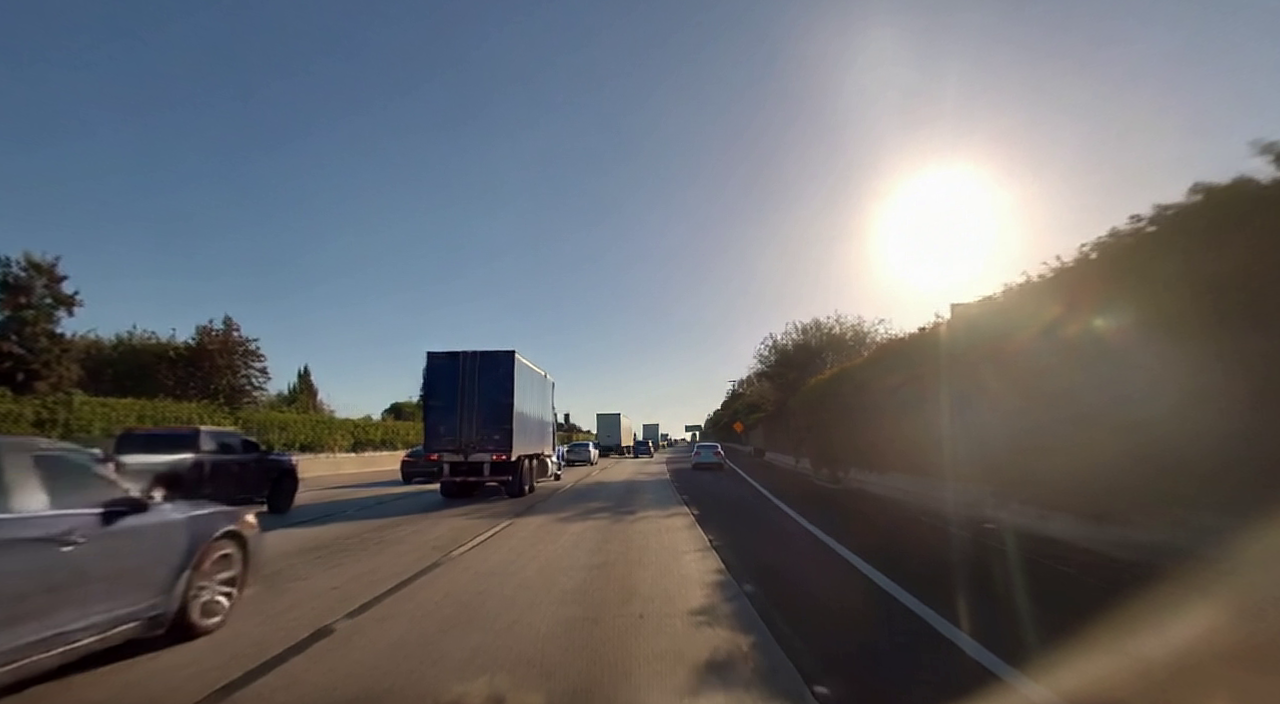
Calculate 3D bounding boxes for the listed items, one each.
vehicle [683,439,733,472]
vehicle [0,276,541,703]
[{"bbox_3d":[3.166,4.934,30.258,2.176,1.493,3.955,-1,-8,3],"label":"vehicle"},{"bbox_3d":[-3.957,1.512,7.835,3.050,1.964,15.030,0,-8,0],"label":"vehicle"}]
